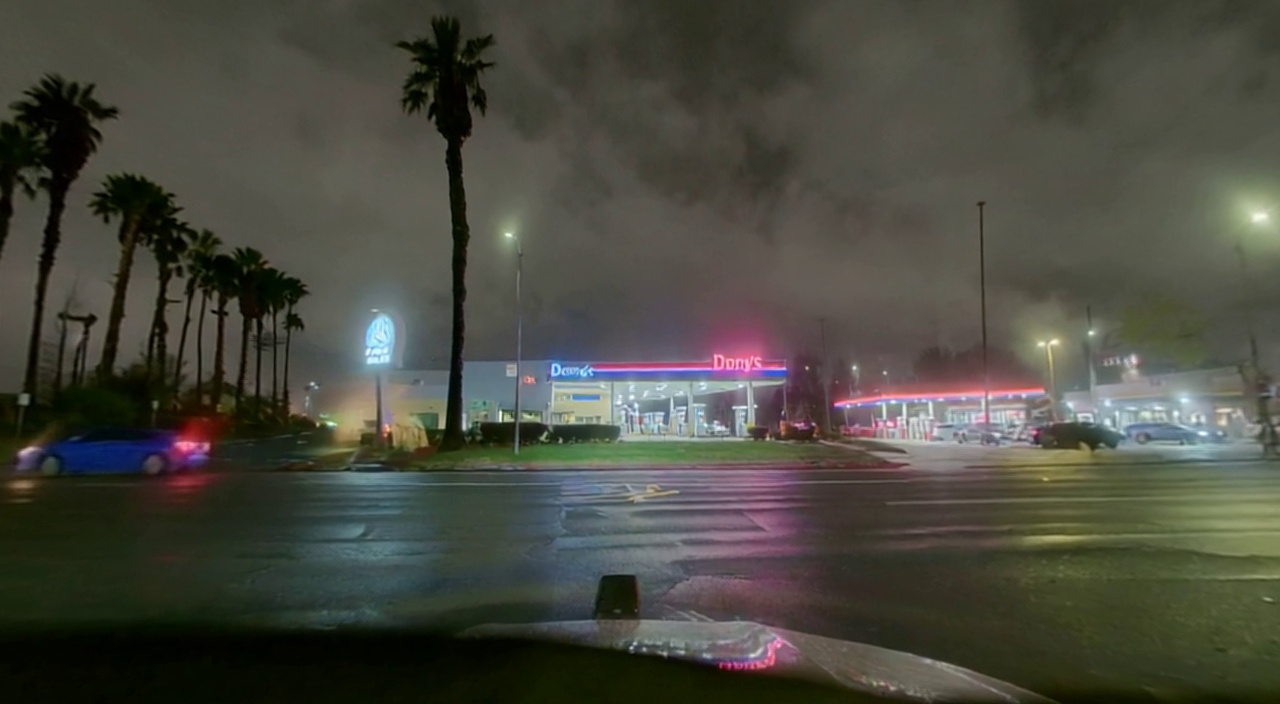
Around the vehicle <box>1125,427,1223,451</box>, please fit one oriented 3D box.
[{"bbox_3d":[33.981,5.592,40.396,1.805,1.466,4.641,1,-8,-8],"label":"vehicle"}]

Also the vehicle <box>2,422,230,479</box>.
[{"bbox_3d":[-14.583,2.771,17.851,4.570,1.480,1.873,1,-9,-6],"label":"vehicle"}]

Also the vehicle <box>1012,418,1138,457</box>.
[{"bbox_3d":[21.871,4.274,31.862,4.880,1.754,2.202,0,-5,-6],"label":"vehicle"}]
